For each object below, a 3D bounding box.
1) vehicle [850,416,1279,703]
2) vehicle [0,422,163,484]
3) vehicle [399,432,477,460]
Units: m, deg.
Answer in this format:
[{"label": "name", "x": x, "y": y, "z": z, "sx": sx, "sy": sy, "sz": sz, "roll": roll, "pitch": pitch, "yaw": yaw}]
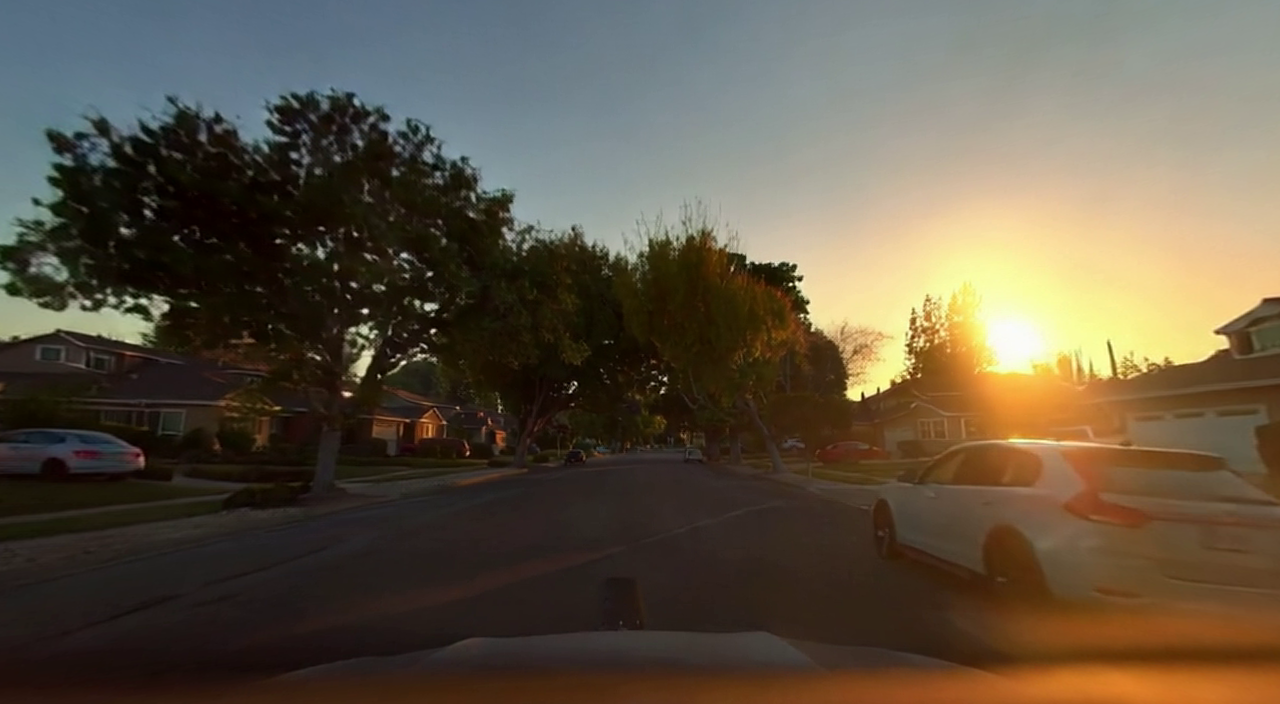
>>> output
[{"label": "vehicle", "x": 3.890, "y": 1.532, "z": 5.979, "sx": 2.136, "sy": 1.596, "sz": 4.790, "roll": 0, "pitch": -9, "yaw": 0}, {"label": "vehicle", "x": -16.642, "y": 2.826, "z": 17.764, "sx": 4.607, "sy": 1.573, "sz": 2.058, "roll": 2, "pitch": -9, "yaw": -5}, {"label": "vehicle", "x": -15.093, "y": 7.104, "z": 47.348, "sx": 5.003, "sy": 1.805, "sz": 2.041, "roll": 10, "pitch": -14, "yaw": -37}]
